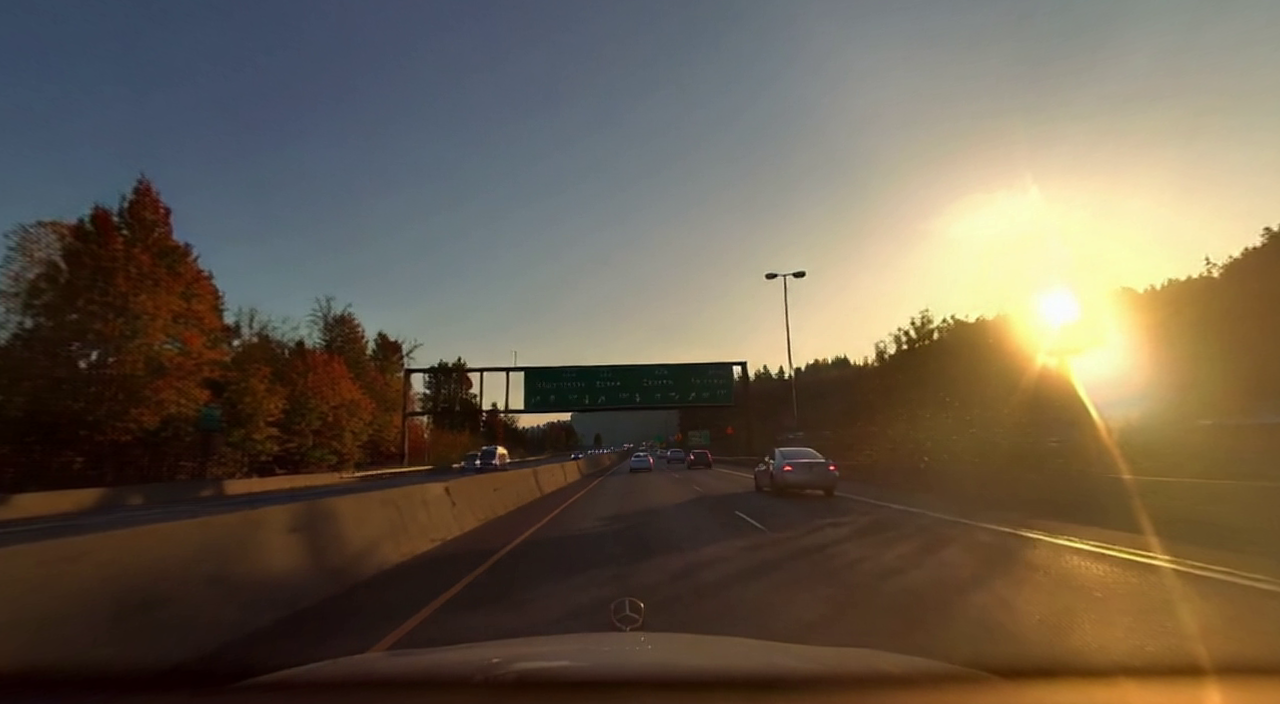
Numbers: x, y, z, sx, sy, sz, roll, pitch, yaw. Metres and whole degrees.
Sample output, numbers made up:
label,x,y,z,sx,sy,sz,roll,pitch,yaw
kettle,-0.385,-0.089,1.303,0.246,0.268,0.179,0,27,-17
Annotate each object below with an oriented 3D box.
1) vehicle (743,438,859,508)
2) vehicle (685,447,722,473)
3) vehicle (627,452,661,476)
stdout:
label,x,y,z,sx,sy,sz,roll,pitch,yaw
vehicle,4.242,3.273,17.476,1.969,1.639,4.472,0,-9,-1
vehicle,4.181,7.161,41.872,1.935,1.594,3.981,0,-9,-1
vehicle,0.237,6.826,38.620,2.012,1.320,3.777,0,-9,0
